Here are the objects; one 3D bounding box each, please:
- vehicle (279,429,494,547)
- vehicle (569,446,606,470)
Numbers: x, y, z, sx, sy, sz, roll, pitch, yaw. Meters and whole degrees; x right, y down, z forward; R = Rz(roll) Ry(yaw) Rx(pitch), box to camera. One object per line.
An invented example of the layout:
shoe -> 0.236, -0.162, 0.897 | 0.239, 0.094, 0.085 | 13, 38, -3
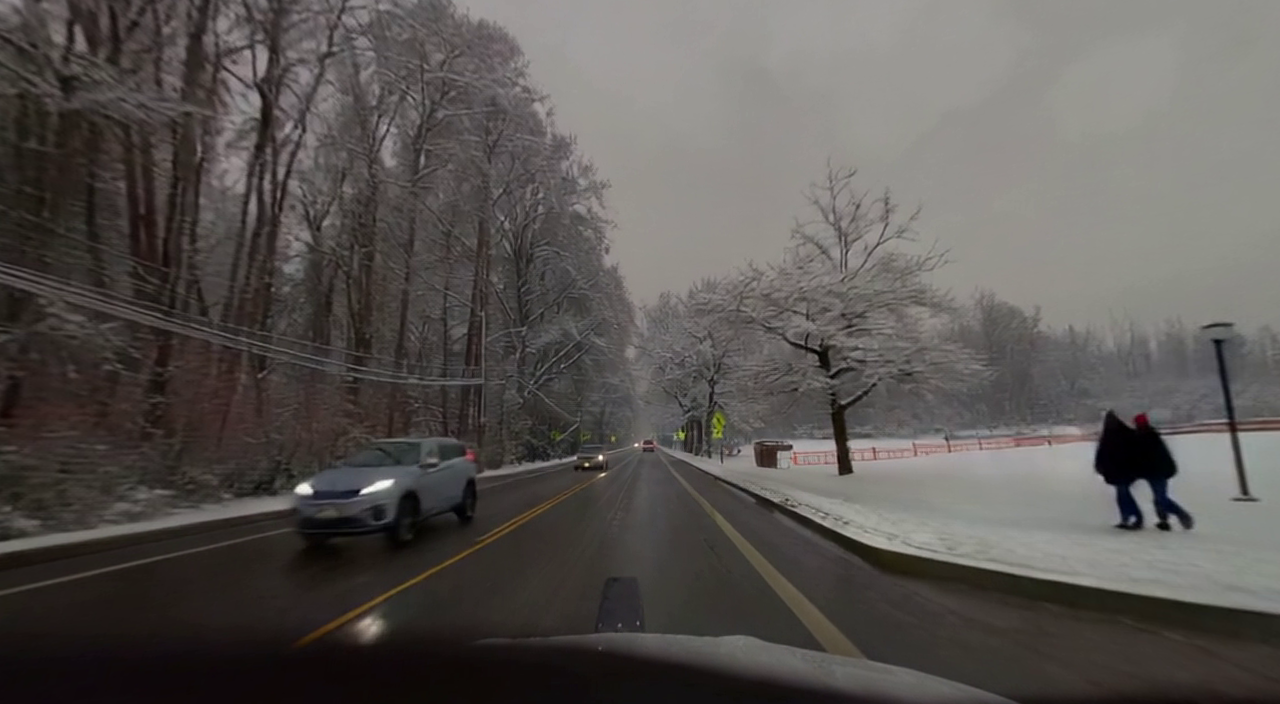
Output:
vehicle -> -3.987, 2.183, 10.785 | 1.898, 1.606, 3.927 | -1, -8, 2
vehicle -> -3.500, 7.164, 43.026 | 1.967, 1.499, 4.287 | -1, -8, 2
